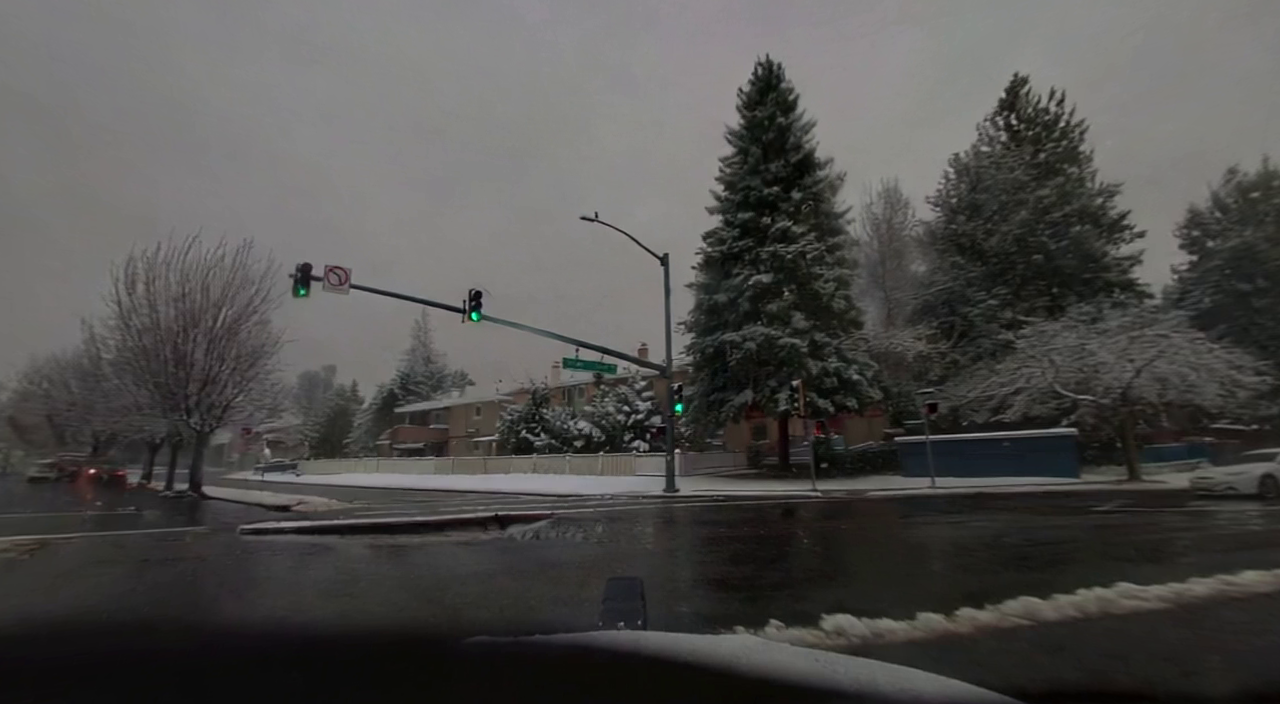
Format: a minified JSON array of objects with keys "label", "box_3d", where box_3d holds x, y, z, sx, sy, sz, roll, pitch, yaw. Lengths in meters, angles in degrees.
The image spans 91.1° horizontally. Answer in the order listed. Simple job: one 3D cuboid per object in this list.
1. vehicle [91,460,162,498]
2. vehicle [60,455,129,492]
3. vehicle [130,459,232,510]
[{"label":"vehicle","box_3d":[-23.602,5.761,28.796,4.286,1.476,1.888,-8,-11,43]},{"label":"vehicle","box_3d":[-30.422,6.714,34.939,4.857,1.809,2.196,-8,-11,42]},{"label":"vehicle","box_3d":[-16.231,4.566,22.088,4.652,1.464,1.912,-8,-11,42]}]
